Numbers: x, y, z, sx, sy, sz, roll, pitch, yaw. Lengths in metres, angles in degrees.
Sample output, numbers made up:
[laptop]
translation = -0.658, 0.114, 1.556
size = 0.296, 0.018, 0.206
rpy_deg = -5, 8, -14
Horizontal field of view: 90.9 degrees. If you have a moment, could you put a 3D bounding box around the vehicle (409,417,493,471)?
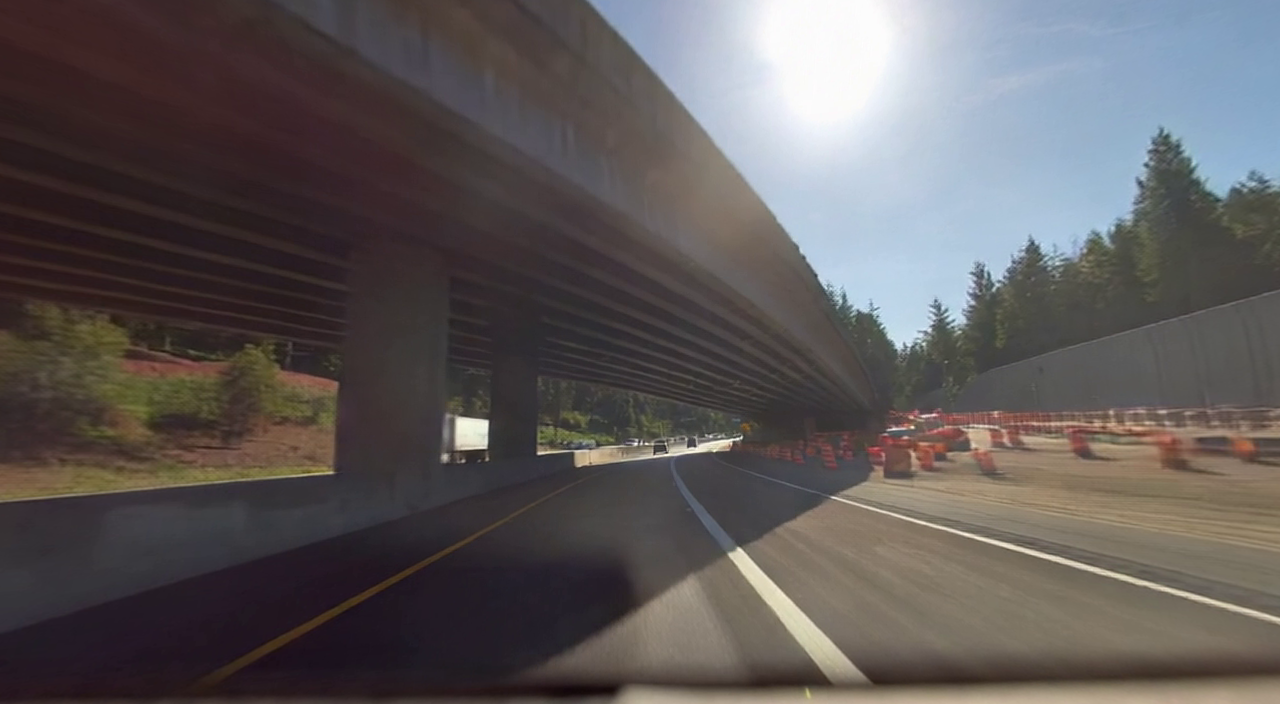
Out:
[vehicle]
translation = -13.381, 6.607, 45.507
size = 2.775, 3.490, 8.472
rpy_deg = -1, -8, 5
